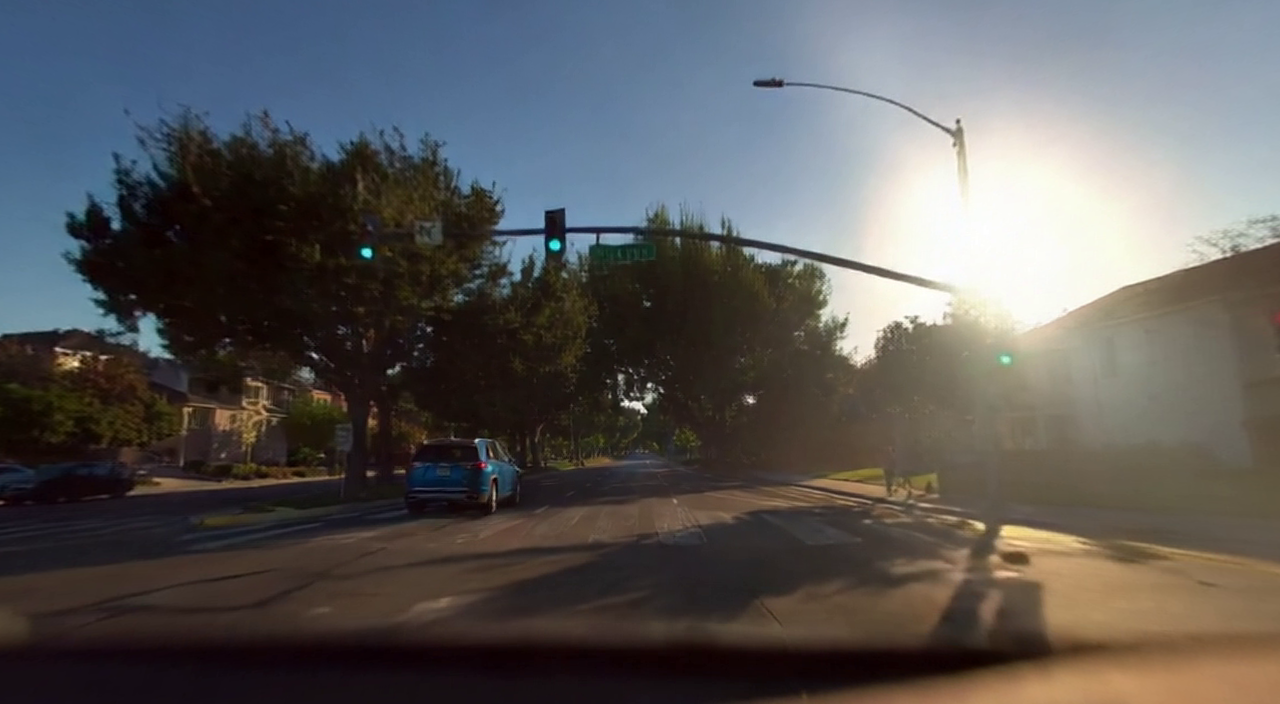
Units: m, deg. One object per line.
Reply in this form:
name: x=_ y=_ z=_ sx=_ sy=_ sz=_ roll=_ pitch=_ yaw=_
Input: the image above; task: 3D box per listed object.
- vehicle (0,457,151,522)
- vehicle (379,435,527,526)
vehicle: x=-16.565 y=3.737 z=17.737 sx=1.941 sy=1.495 sz=4.713 roll=0 pitch=-8 yaw=-1
vehicle: x=-3.978 y=2.796 z=14.335 sx=1.993 sy=1.733 sz=4.262 roll=0 pitch=-8 yaw=1
